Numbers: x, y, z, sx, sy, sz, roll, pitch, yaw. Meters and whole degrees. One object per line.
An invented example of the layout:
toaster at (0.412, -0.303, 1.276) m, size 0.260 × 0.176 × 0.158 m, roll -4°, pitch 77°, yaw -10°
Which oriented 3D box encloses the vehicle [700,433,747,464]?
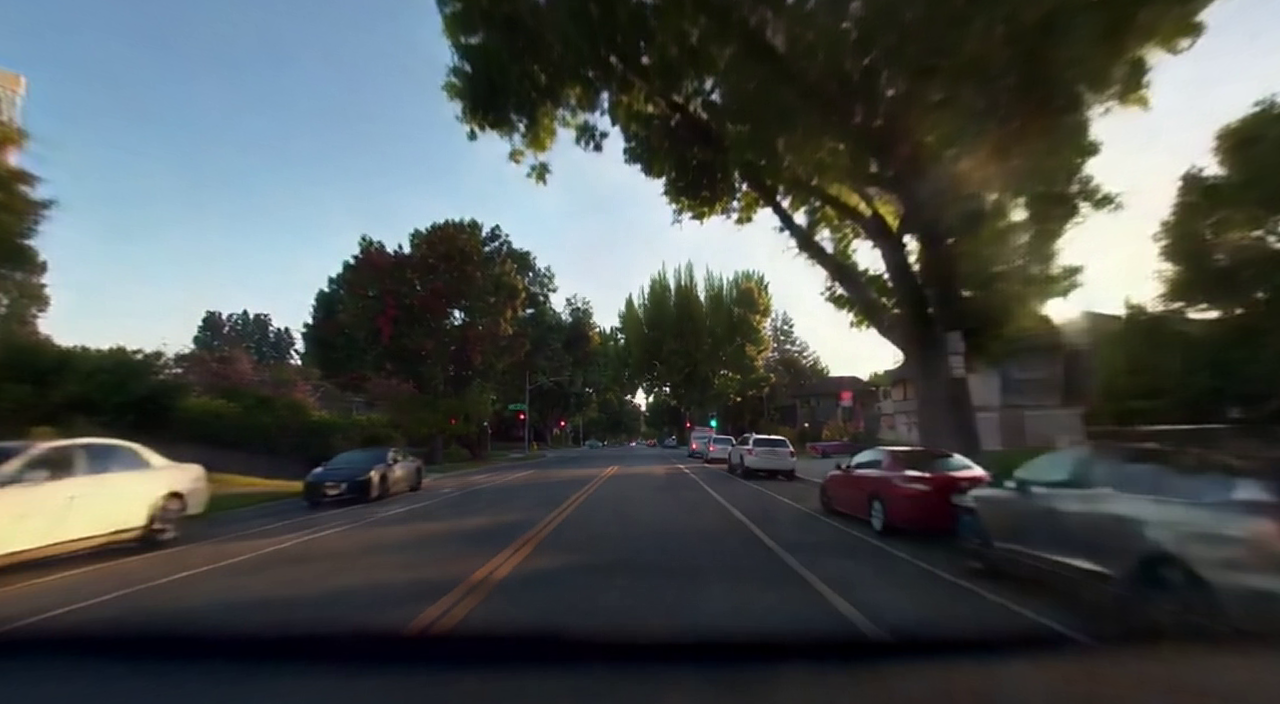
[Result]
vehicle at (4.913, 5.784, 37.797) m, size 2.202 × 1.712 × 4.813 m, roll 0°, pitch -8°, yaw 1°

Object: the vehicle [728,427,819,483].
vehicle at (4.749, 3.756, 23.332) m, size 2.279 × 1.829 × 4.859 m, roll 0°, pitch -8°, yaw 0°

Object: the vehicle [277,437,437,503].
vehicle at (-7.157, 3.012, 16.571) m, size 2.041 × 1.489 × 4.439 m, roll -1°, pitch -8°, yaw 2°

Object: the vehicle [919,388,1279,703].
vehicle at (4.413, 1.296, 5.007) m, size 2.118 × 1.701 × 5.067 m, roll 0°, pitch -8°, yaw 1°

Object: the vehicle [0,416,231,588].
vehicle at (-7.412, 1.688, 7.537) m, size 1.985 × 1.714 × 4.395 m, roll 0°, pitch -8°, yaw 1°

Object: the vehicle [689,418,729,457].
vehicle at (5.200, 6.586, 48.416) m, size 2.398 × 2.806 × 4.857 m, roll 0°, pitch -8°, yaw -1°
